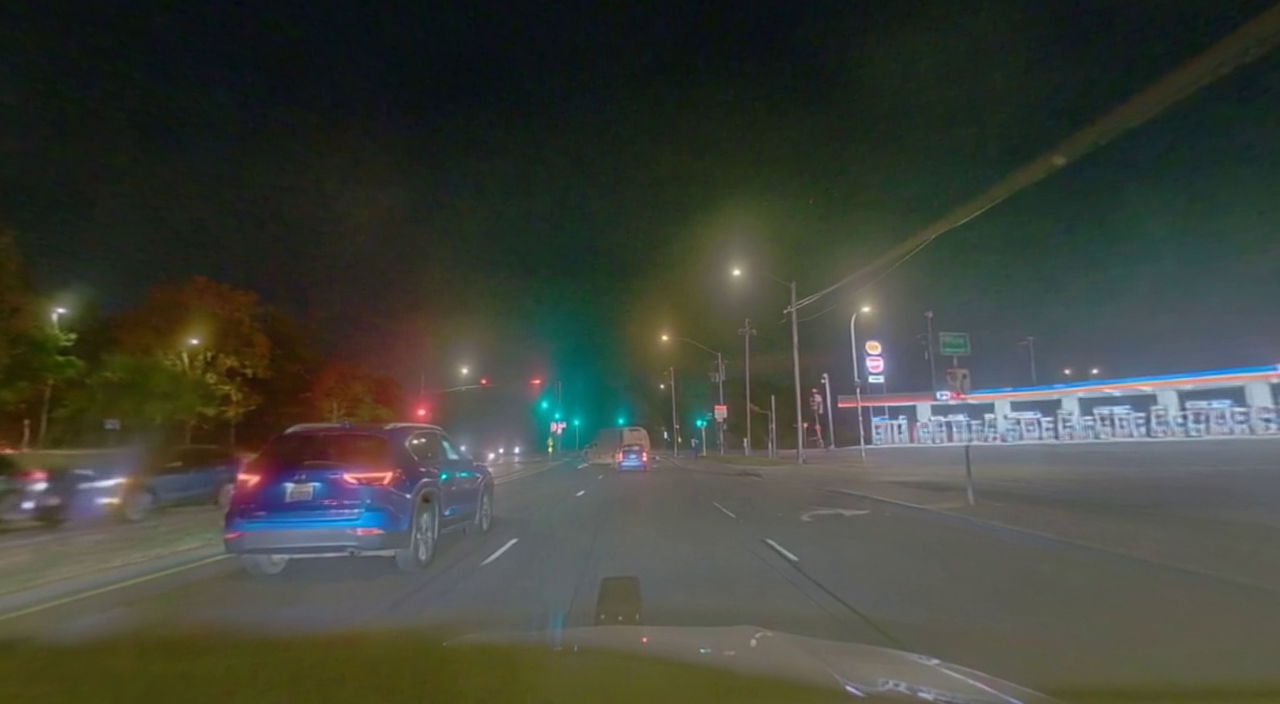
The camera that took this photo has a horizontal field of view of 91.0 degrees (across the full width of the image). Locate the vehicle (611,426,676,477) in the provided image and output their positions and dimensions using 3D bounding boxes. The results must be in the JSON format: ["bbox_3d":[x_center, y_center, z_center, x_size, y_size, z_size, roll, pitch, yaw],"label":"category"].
[{"bbox_3d":[0.094,4.320,27.545,2.552,1.999,5.498,0,-8,-1],"label":"vehicle"}]

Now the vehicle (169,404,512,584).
[{"bbox_3d":[-3.424,1.732,8.651,2.247,1.734,4.919,0,-8,1],"label":"vehicle"}]

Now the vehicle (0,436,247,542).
[{"bbox_3d":[-9.915,2.545,12.414,1.943,1.643,4.167,-1,-8,-6],"label":"vehicle"}]
